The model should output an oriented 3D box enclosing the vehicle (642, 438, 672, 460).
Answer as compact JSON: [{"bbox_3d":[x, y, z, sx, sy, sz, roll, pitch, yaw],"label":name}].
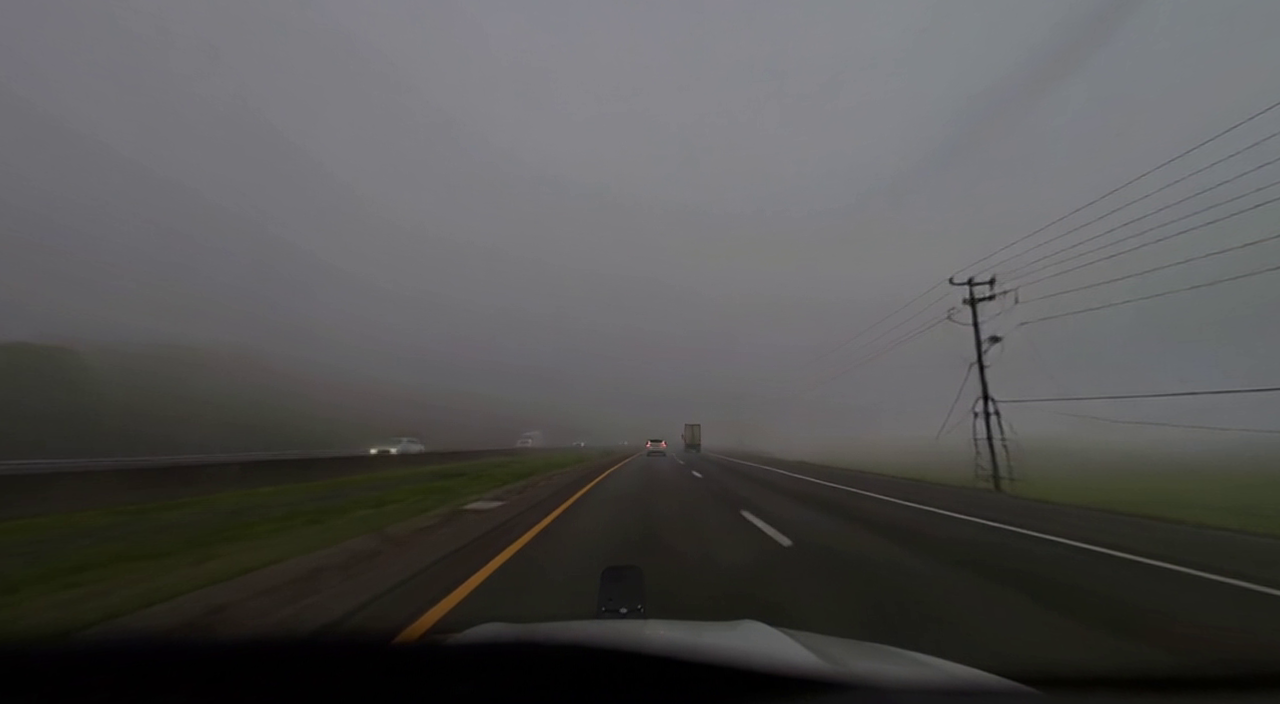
[{"bbox_3d":[1.303,7.331,47.844,2.192,1.556,4.132,-1,-8,2],"label":"vehicle"}]

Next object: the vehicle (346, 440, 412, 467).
[{"bbox_3d":[-16.071,6.260,39.071,1.979,1.548,4.640,-1,-8,2],"label":"vehicle"}]
